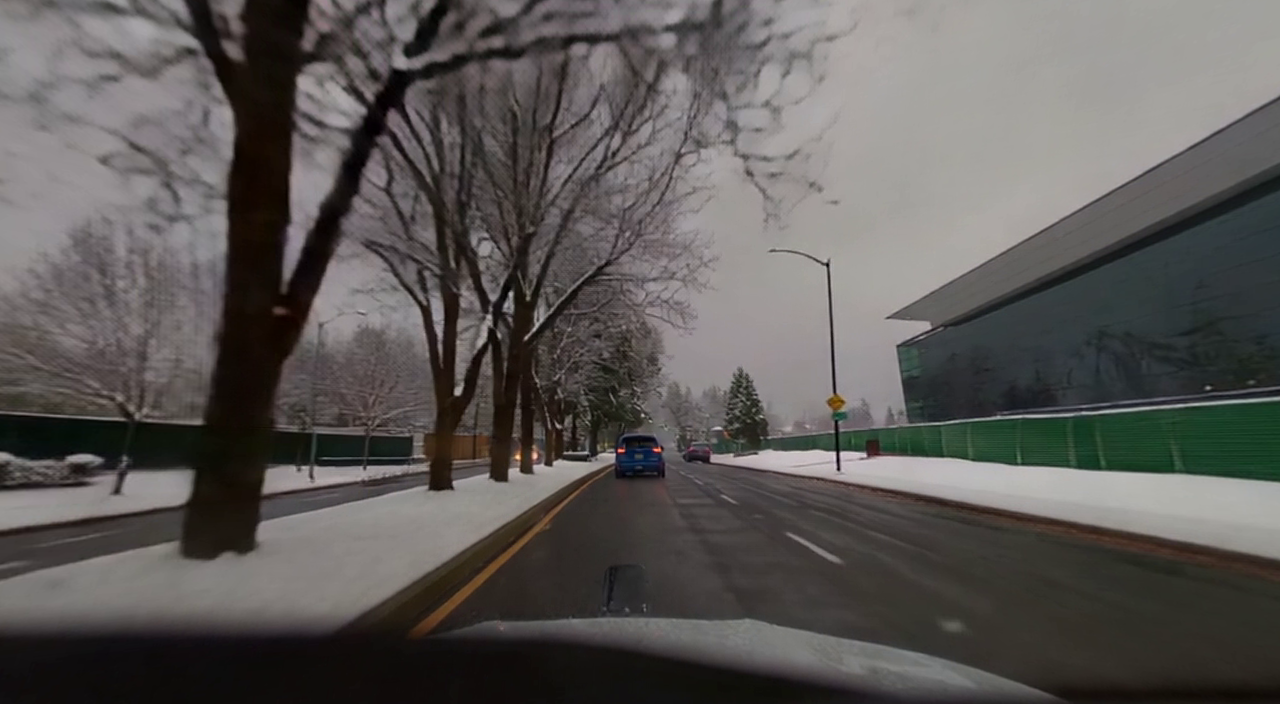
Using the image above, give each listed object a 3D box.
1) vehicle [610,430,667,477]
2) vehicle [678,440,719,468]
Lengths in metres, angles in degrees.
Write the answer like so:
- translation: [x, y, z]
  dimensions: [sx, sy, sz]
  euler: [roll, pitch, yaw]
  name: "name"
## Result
- translation: [-0.066, 4.648, 28.973]
  dimensions: [2.386, 1.947, 4.168]
  euler: [0, -9, 0]
  name: "vehicle"
- translation: [3.736, 6.662, 41.227]
  dimensions: [2.138, 1.699, 4.852]
  euler: [0, -9, -1]
  name: "vehicle"
